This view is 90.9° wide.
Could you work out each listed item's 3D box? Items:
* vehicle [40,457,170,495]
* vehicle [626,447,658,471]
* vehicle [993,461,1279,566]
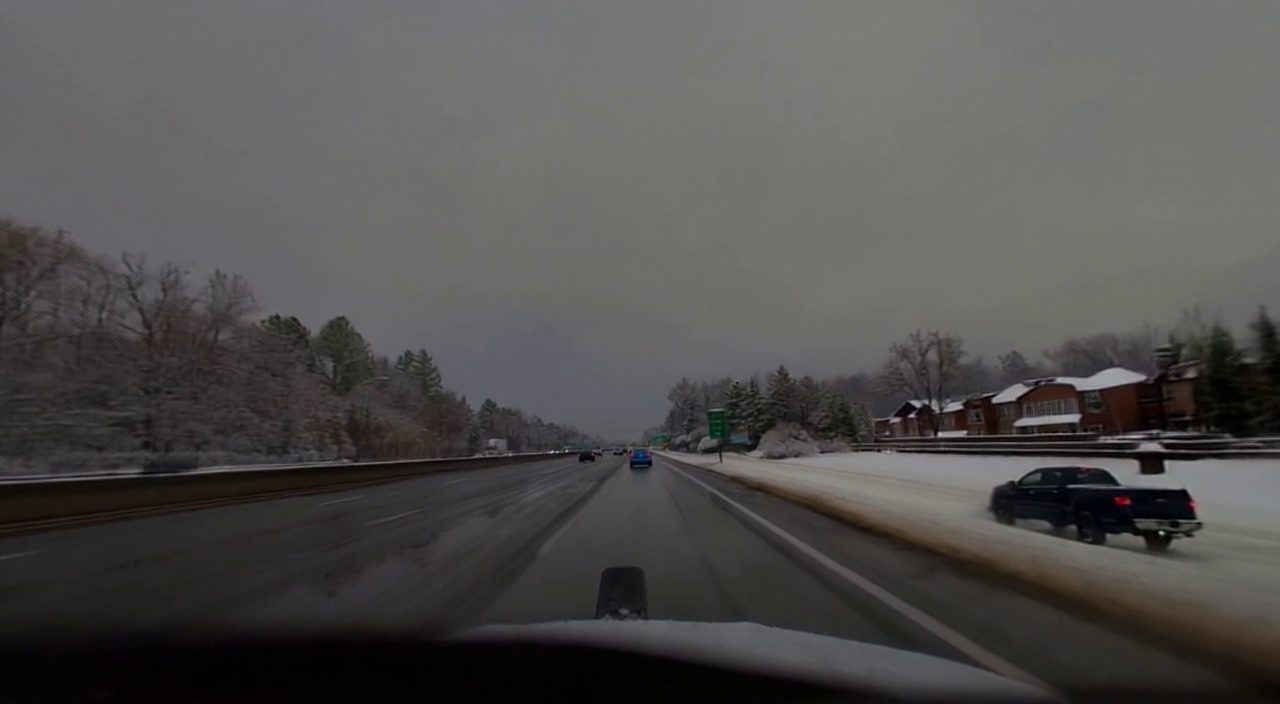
[{"bbox_3d":[-23.572,5.446,28.043,2.029,1.448,4.262,0,-8,1],"label":"vehicle"},{"bbox_3d":[0.155,7.153,42.324,2.051,1.443,3.770,0,-8,0],"label":"vehicle"},{"bbox_3d":[12.182,3.837,15.984,2.599,1.962,5.759,1,-8,-7],"label":"vehicle"}]
